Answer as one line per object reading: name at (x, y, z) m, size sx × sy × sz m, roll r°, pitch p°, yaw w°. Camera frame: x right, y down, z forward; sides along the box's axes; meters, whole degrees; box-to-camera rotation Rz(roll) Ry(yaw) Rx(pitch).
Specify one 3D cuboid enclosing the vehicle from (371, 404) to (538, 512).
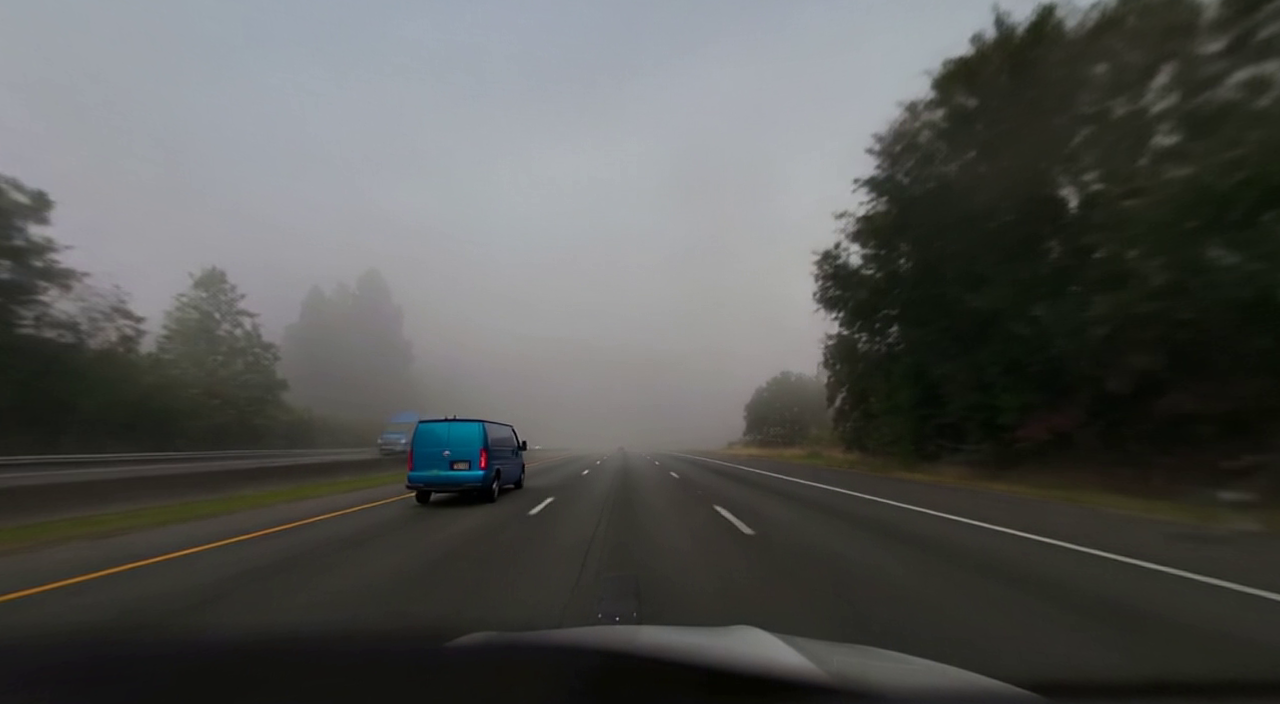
vehicle at (-3.850, 2.298, 14.180) m, size 2.297 × 2.011 × 4.736 m, roll 0°, pitch -8°, yaw 0°
